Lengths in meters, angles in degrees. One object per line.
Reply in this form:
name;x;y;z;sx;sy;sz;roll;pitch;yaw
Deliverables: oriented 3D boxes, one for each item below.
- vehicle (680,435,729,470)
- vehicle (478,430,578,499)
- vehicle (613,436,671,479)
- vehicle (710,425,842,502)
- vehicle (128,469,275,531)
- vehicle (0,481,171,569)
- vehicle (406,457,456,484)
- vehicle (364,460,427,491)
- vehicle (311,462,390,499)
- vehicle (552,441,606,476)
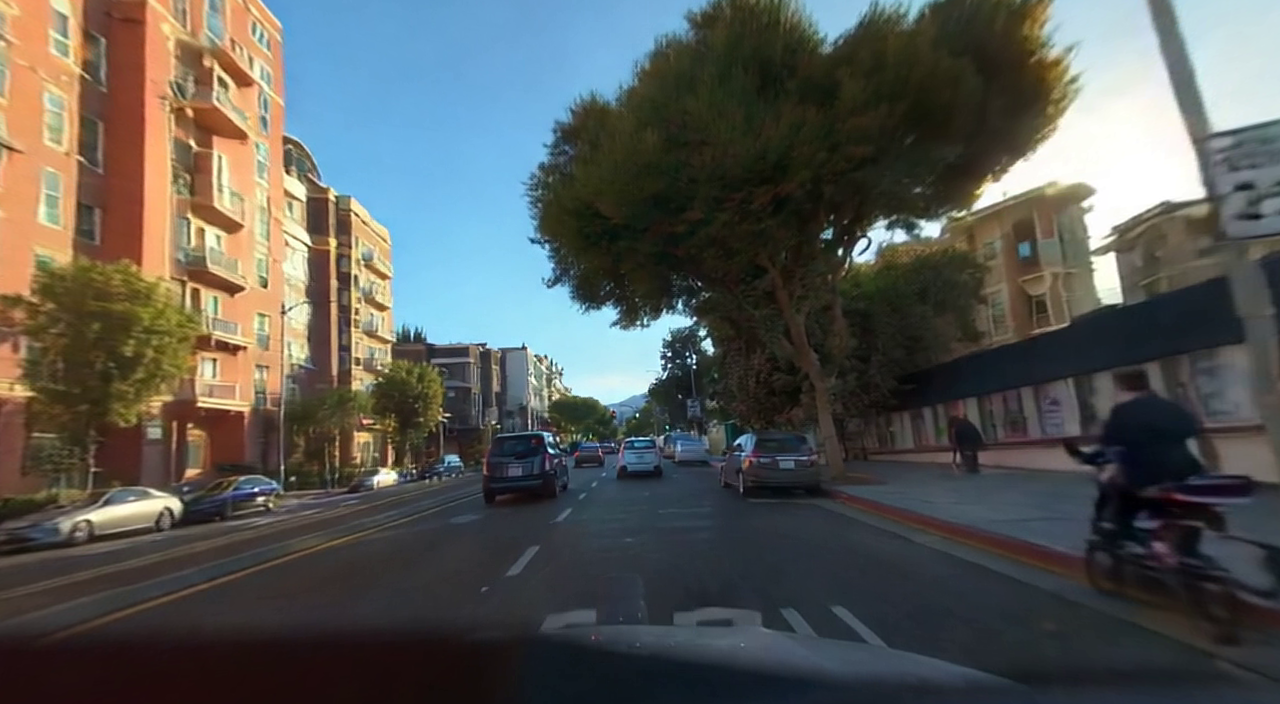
vehicle;2.987;4.765;30.184;1.933;1.501;4.349;0;-8;0
vehicle;-3.038;3.143;18.091;2.065;1.705;4.353;0;-8;0
vehicle;0.075;3.949;23.868;2.026;1.496;3.701;0;-8;0
vehicle;3.032;2.607;15.222;2.077;1.532;4.694;0;-8;-1
vehicle;-13.839;4.655;20.304;1.839;1.594;4.055;0;-8;-1
vehicle;-13.775;3.954;15.007;1.907;1.480;4.498;0;-8;-2
vehicle;-13.863;7.922;42.154;1.835;1.476;4.532;-7;-11;-1
vehicle;-13.792;6.981;35.922;1.752;1.479;4.575;0;-8;0
vehicle;-13.940;6.195;30.740;1.844;1.499;4.421;0;-8;-1
vehicle;-2.744;4.947;29.564;2.109;1.477;4.509;0;-8;0
